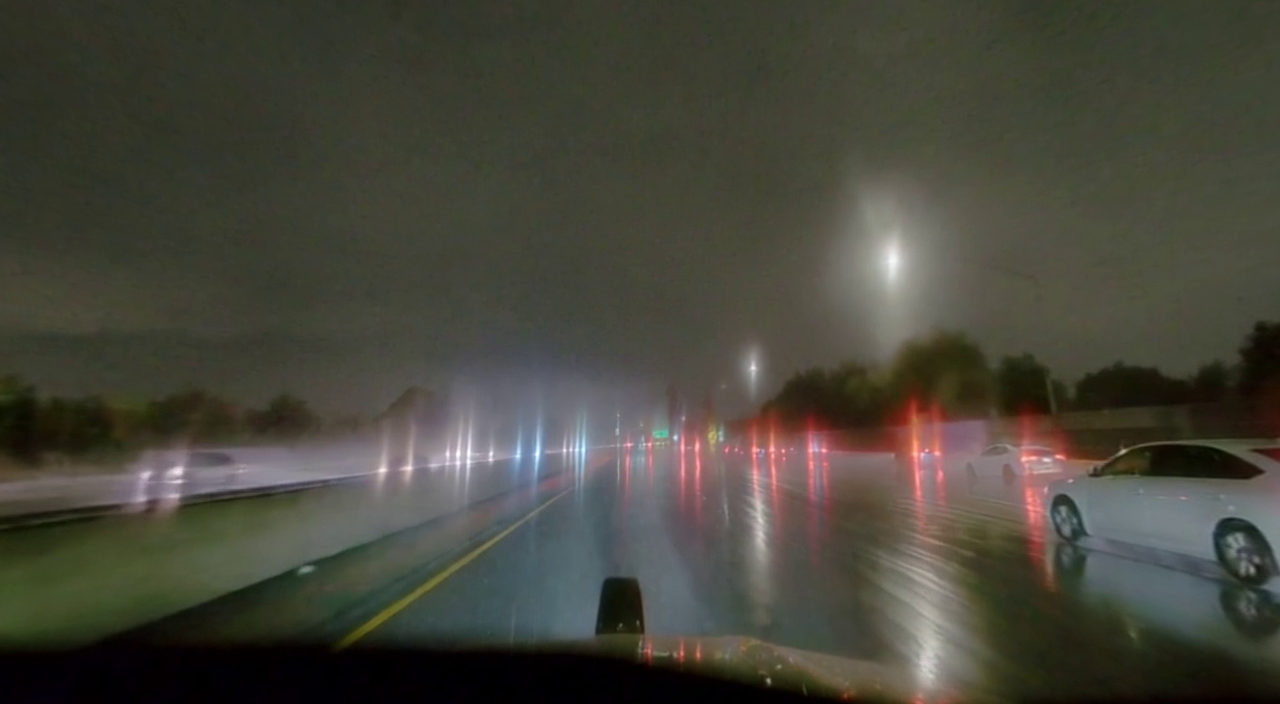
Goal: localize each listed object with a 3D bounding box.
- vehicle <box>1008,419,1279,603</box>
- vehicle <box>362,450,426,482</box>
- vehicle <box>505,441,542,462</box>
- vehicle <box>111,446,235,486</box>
[{"bbox_3d":[6.071,1.477,6.421,1.821,1.470,4.633,0,-8,0],"label":"vehicle"},{"bbox_3d":[-12.975,5.988,33.553,1.847,1.471,4.257,0,-8,-2],"label":"vehicle"},{"bbox_3d":[-8.944,7.627,48.799,1.884,1.485,4.376,0,-8,1],"label":"vehicle"},{"bbox_3d":[-21.593,5.250,29.527,2.042,1.678,4.775,0,-8,1],"label":"vehicle"}]
